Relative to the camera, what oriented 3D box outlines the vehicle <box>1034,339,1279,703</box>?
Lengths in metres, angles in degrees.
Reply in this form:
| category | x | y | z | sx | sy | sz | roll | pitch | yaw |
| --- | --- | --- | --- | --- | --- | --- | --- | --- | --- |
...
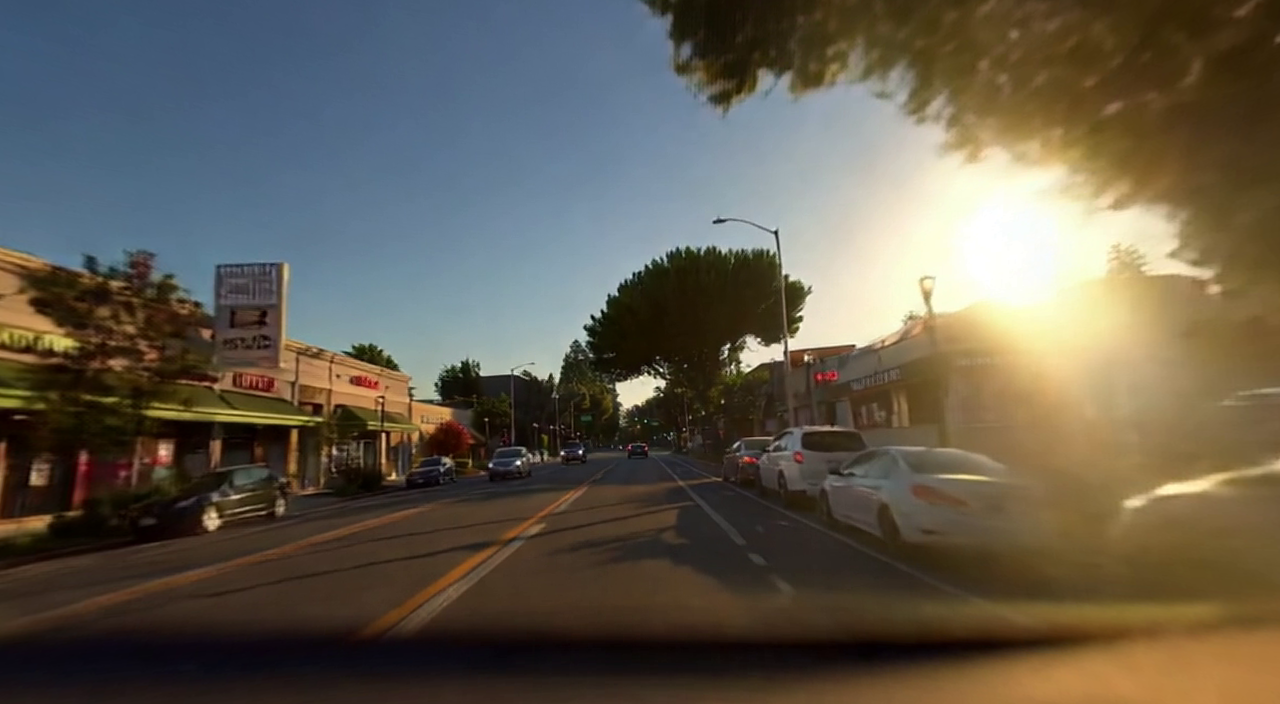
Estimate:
| category | x | y | z | sx | sy | sz | roll | pitch | yaw |
| --- | --- | --- | --- | --- | --- | --- | --- | --- | --- |
| vehicle | 3.868 | 0.745 | 1.868 | 2.132 | 1.889 | 5.213 | -1 | -9 | 2 |

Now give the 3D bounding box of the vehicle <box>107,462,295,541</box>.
| category | x | y | z | sx | sy | sz | roll | pitch | yaw |
| --- | --- | --- | --- | --- | --- | --- | --- | --- | --- |
| vehicle | -10.765 | 3.634 | 15.922 | 1.930 | 1.621 | 3.853 | -1 | -9 | 0 |

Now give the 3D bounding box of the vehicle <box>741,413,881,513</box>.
| category | x | y | z | sx | sy | sz | roll | pitch | yaw |
| --- | --- | --- | --- | --- | --- | --- | --- | --- | --- |
| vehicle | 3.830 | 2.595 | 15.110 | 1.976 | 2.001 | 4.430 | 0 | -9 | -2 |

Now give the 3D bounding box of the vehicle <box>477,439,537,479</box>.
| category | x | y | z | sx | sy | sz | roll | pitch | yaw |
| --- | --- | --- | --- | --- | --- | --- | --- | --- | --- |
| vehicle | -6.680 | 5.433 | 32.308 | 2.044 | 1.839 | 4.512 | -1 | -9 | 0 |

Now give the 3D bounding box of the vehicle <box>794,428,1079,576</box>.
| category | x | y | z | sx | sy | sz | roll | pitch | yaw |
| --- | --- | --- | --- | --- | --- | --- | --- | --- | --- |
| vehicle | 3.887 | 2.060 | 9.435 | 1.876 | 1.468 | 4.672 | -5 | -9 | -1 |

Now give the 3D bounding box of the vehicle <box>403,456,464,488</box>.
| category | x | y | z | sx | sy | sz | roll | pitch | yaw |
| --- | --- | --- | --- | --- | --- | --- | --- | --- | --- |
| vehicle | -10.516 | 6.103 | 32.482 | 1.846 | 1.463 | 4.206 | 0 | -9 | -1 |
